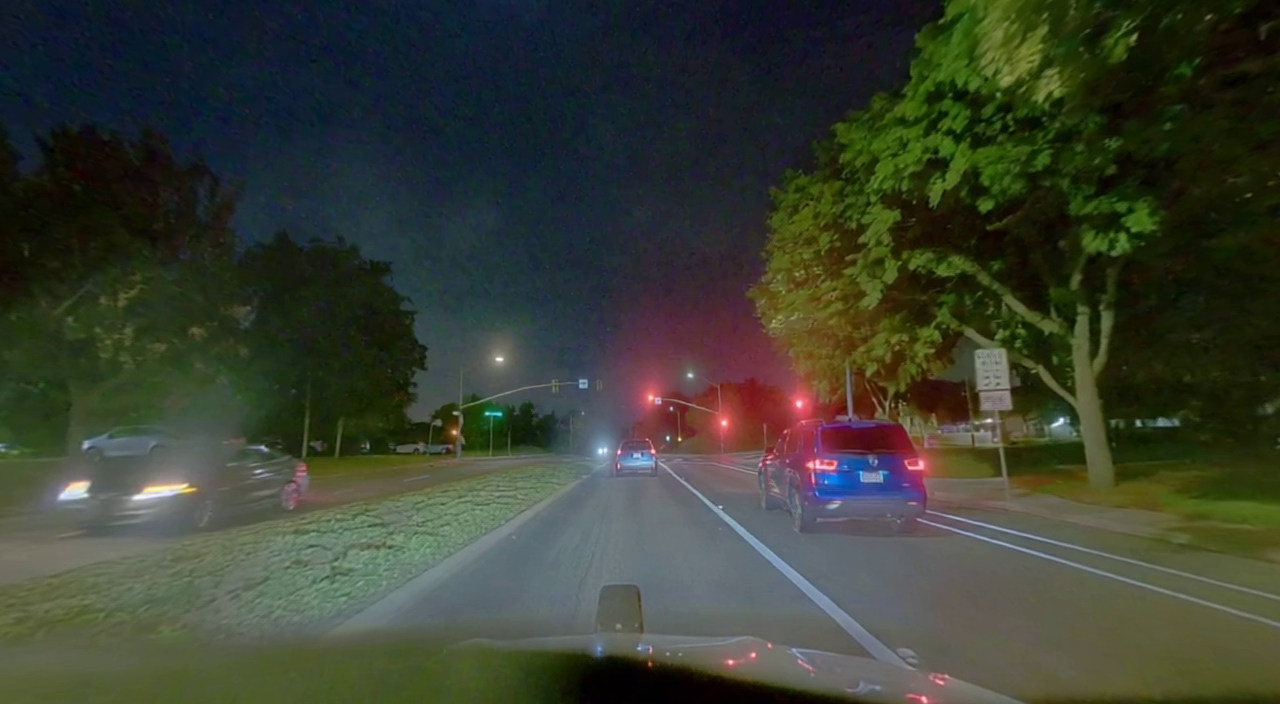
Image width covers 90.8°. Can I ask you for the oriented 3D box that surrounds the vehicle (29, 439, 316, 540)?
[{"bbox_3d":[-7.860,2.312,11.280,1.822,1.434,4.197,0,-9,2],"label":"vehicle"}]

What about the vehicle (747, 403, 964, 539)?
[{"bbox_3d":[3.187,1.879,10.474,2.046,1.768,4.370,0,-9,0],"label":"vehicle"}]

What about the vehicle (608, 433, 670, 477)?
[{"bbox_3d":[-0.036,3.956,24.423,2.177,1.512,4.682,0,-9,0],"label":"vehicle"}]
